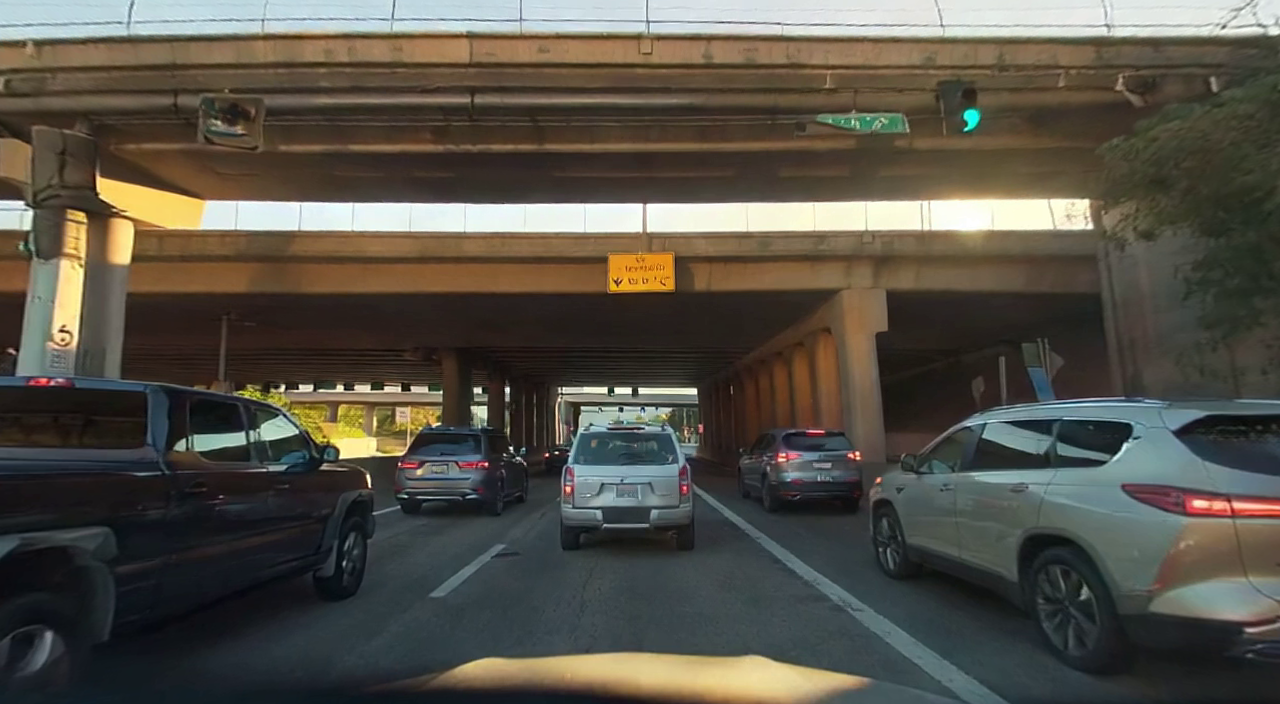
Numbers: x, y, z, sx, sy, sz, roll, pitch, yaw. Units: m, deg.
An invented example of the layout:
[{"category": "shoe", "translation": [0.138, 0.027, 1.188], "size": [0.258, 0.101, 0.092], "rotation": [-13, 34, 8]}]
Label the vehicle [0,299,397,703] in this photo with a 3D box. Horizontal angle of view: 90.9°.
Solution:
[{"category": "vehicle", "translation": [-3.393, 0.911, 3.616], "size": [2.074, 1.814, 4.596], "rotation": [0, -8, 1]}]

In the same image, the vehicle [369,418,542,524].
[{"category": "vehicle", "translation": [-3.338, 2.250, 12.371], "size": [2.127, 1.720, 4.064], "rotation": [0, -8, 0]}]

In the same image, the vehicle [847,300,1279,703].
[{"category": "vehicle", "translation": [3.673, 1.095, 5.060], "size": [2.401, 1.968, 4.841], "rotation": [0, -8, 1]}]

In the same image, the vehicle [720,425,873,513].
[{"category": "vehicle", "translation": [3.460, 2.731, 15.269], "size": [2.234, 1.720, 5.378], "rotation": [0, -8, -1]}]

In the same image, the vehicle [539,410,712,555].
[{"category": "vehicle", "translation": [-0.211, 1.876, 9.641], "size": [2.097, 1.748, 3.794], "rotation": [0, -8, -1]}]
